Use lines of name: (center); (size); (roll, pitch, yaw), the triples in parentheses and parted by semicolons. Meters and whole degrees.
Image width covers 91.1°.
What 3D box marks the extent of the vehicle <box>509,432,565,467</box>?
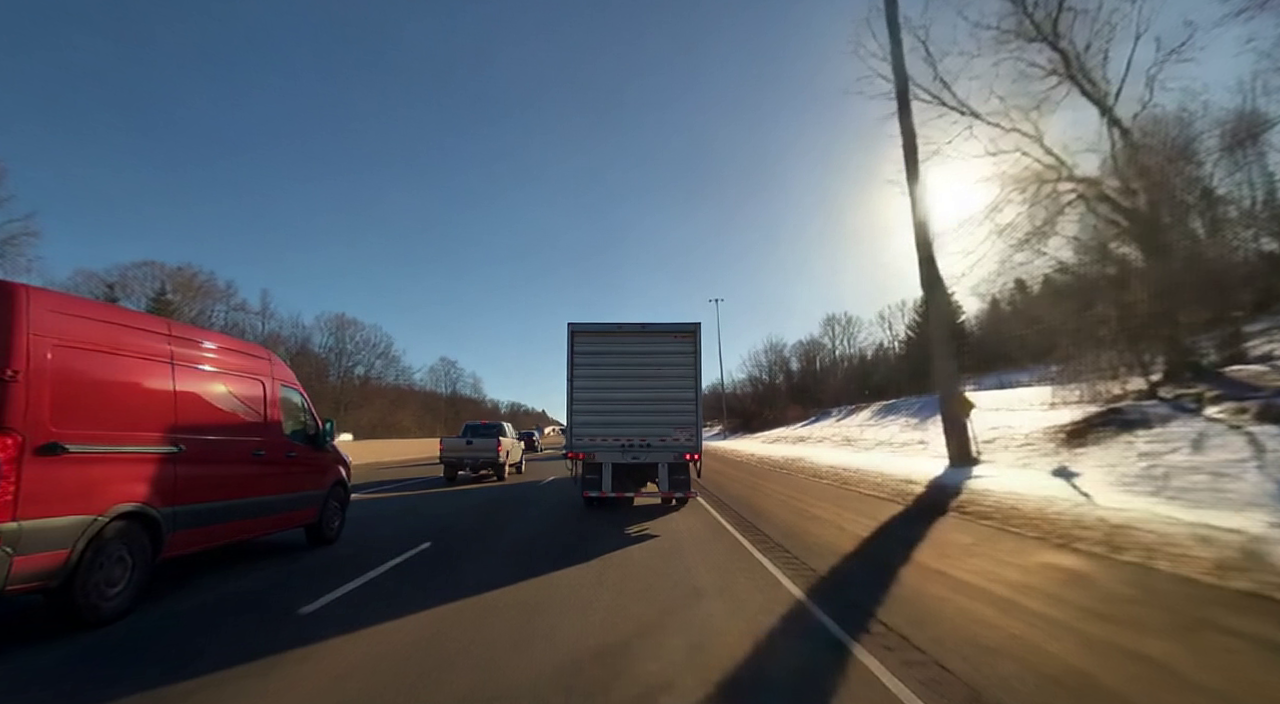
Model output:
vehicle: (-4.851, 4.653, 30.196); (1.931, 1.539, 4.441); (0, -8, 0)

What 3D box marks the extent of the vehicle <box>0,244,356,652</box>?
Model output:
vehicle: (-5.244, 0.887, 6.055); (2.478, 2.515, 5.438); (0, -8, -1)

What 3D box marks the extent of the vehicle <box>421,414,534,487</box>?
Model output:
vehicle: (-4.851, 3.008, 19.603); (2.168, 1.985, 4.952); (0, -8, 0)

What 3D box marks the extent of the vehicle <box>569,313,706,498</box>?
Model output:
vehicle: (-0.203, 1.812, 18.827); (2.953, 4.041, 10.072); (0, -8, -2)
